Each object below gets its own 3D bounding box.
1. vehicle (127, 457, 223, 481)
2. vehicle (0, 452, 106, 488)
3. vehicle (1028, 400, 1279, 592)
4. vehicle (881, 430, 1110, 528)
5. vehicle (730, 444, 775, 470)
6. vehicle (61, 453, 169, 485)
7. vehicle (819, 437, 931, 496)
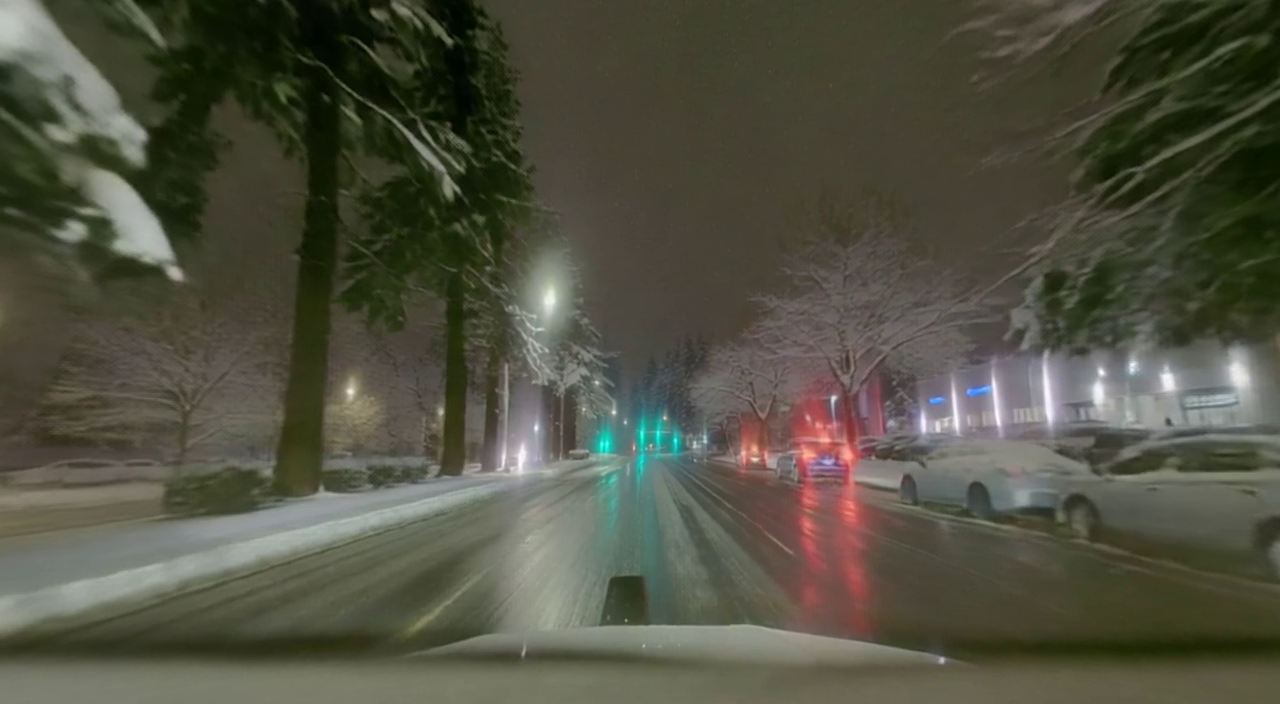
[{"bbox_3d":[-31.452,7.901,42.739,4.795,1.555,2.221,0,-9,2],"label":"vehicle"},{"bbox_3d":[-32.265,6.339,33.895,4.963,1.714,2.311,-2,-9,-1],"label":"vehicle"},{"bbox_3d":[6.886,1.492,6.984,2.084,1.736,4.754,0,-9,0],"label":"vehicle"},{"bbox_3d":[6.945,2.515,13.124,1.986,1.634,4.783,0,-8,0],"label":"vehicle"},{"bbox_3d":[7.376,6.910,41.765,2.122,1.602,4.928,-1,-9,1],"label":"vehicle"},{"bbox_3d":[-32.225,7.178,38.754,4.663,1.861,2.194,0,-9,2],"label":"vehicle"},{"bbox_3d":[7.141,3.500,19.679,1.919,1.616,4.315,0,-8,1],"label":"vehicle"}]
